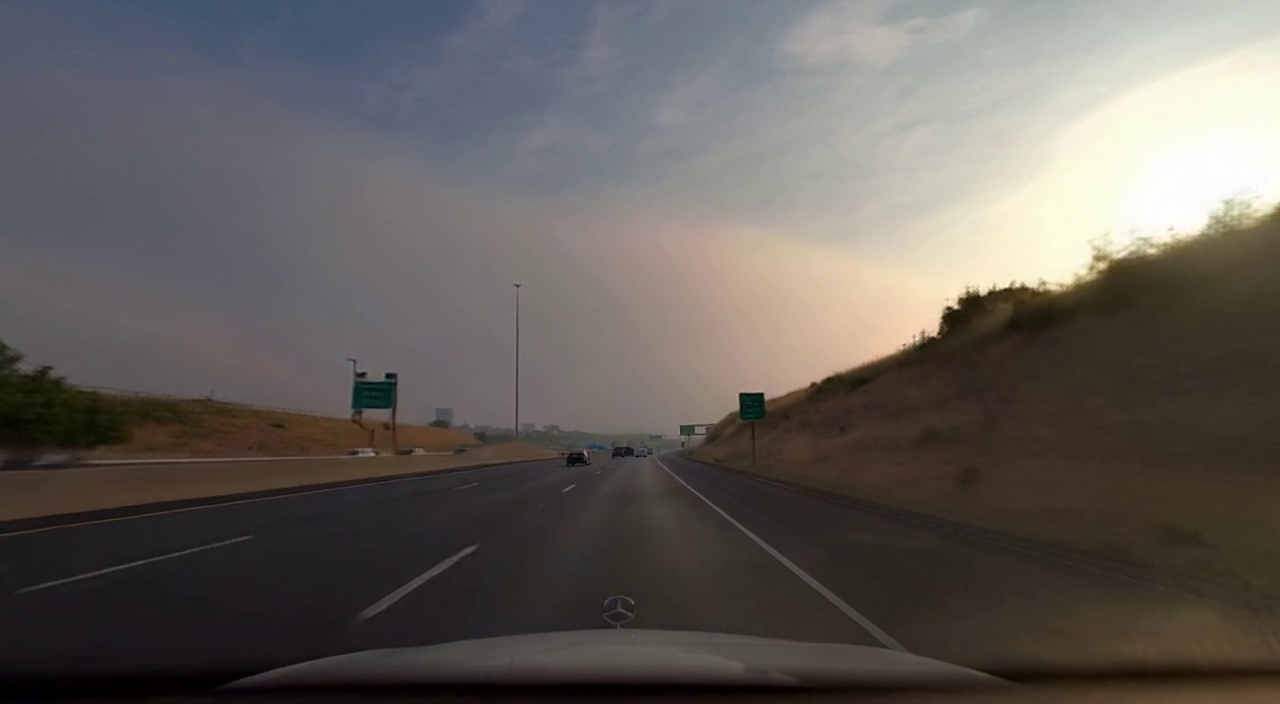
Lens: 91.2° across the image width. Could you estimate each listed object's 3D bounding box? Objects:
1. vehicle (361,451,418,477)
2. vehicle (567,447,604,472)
[{"bbox_3d":[-15.224,6.821,38.365,1.827,1.490,3.910,0,-9,1],"label":"vehicle"},{"bbox_3d":[-3.342,6.662,38.973,1.895,1.482,3.852,0,-9,1],"label":"vehicle"}]
